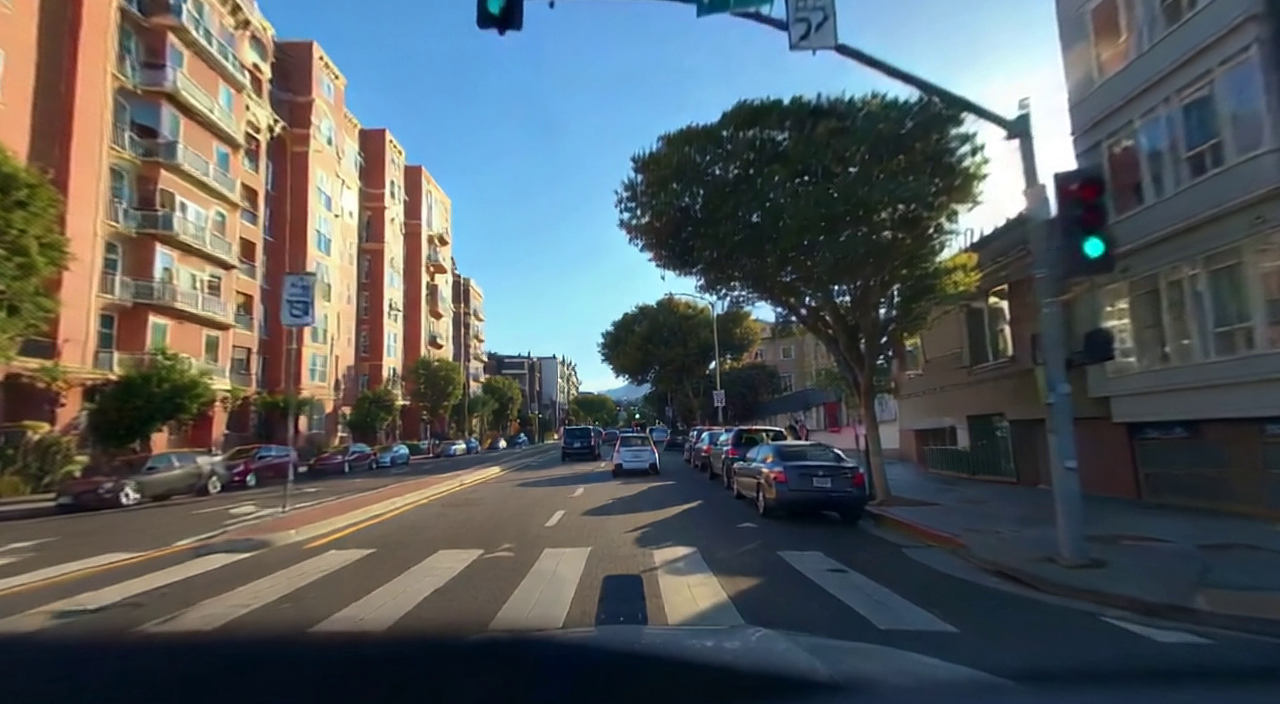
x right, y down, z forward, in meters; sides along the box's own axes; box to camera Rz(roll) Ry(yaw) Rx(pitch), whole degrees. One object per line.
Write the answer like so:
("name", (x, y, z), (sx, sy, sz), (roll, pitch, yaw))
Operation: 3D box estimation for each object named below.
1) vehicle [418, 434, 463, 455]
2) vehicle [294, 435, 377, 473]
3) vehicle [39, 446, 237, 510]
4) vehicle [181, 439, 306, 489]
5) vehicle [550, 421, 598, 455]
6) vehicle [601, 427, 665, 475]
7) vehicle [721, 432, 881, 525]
("vehicle", (-14.324, 6.664, 45.668), (1.907, 1.480, 4.498), (0, -8, -2))
("vehicle", (-14.263, 4.760, 29.858), (1.887, 1.619, 4.208), (0, -8, -1))
("vehicle", (-13.811, 3.443, 17.841), (1.863, 1.468, 4.565), (0, -8, 0))
("vehicle", (-14.047, 3.935, 22.735), (1.805, 1.580, 4.477), (0, -8, -4))
("vehicle", (-3.449, 4.583, 33.695), (2.065, 1.705, 4.353), (0, -8, 0))
("vehicle", (-0.284, 3.404, 21.976), (2.026, 1.496, 3.701), (0, -8, -2))
("vehicle", (2.870, 2.332, 12.420), (1.874, 1.468, 4.550), (0, -8, -1))
